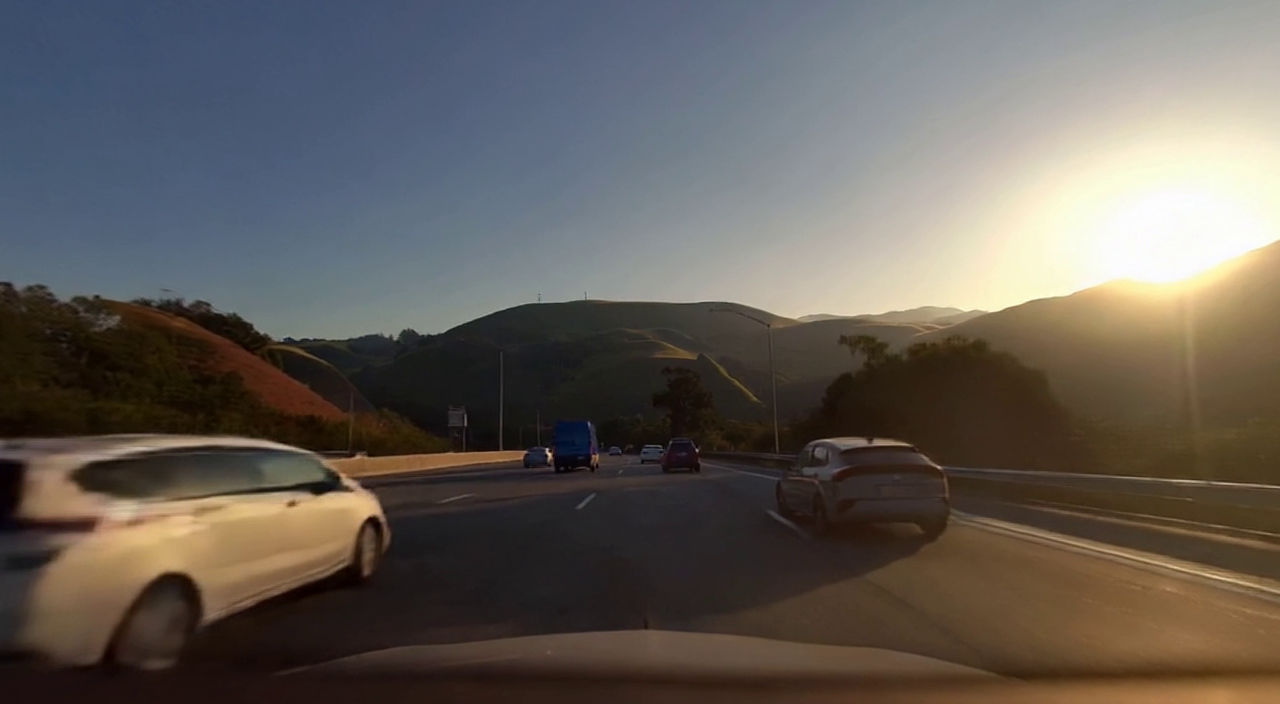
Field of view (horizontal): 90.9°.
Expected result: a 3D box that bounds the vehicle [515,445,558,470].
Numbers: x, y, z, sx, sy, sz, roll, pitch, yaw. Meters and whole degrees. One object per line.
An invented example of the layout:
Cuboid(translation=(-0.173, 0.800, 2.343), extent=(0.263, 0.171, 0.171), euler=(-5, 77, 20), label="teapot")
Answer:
Cuboid(translation=(-6.557, 6.709, 40.409), extent=(1.964, 1.487, 4.417), euler=(0, -9, 1), label="vehicle")

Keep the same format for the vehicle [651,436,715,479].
Cuboid(translation=(1.782, 4.553, 27.441), extent=(2.270, 1.660, 4.101), euler=(0, -9, -3), label="vehicle")

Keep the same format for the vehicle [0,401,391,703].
Cuboid(translation=(-3.339, 1.146, 3.660), extent=(1.990, 1.501, 4.250), euler=(0, -9, 1), label="vehicle")

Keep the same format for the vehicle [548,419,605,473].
Cuboid(translation=(-3.335, 5.118, 34.461), extent=(2.396, 2.664, 5.735), euler=(0, -9, 1), label="vehicle")

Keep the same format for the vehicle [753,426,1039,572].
Cuboid(translation=(3.088, 1.869, 8.855), extent=(2.050, 1.491, 4.362), euler=(0, -9, -2), label="vehicle")
